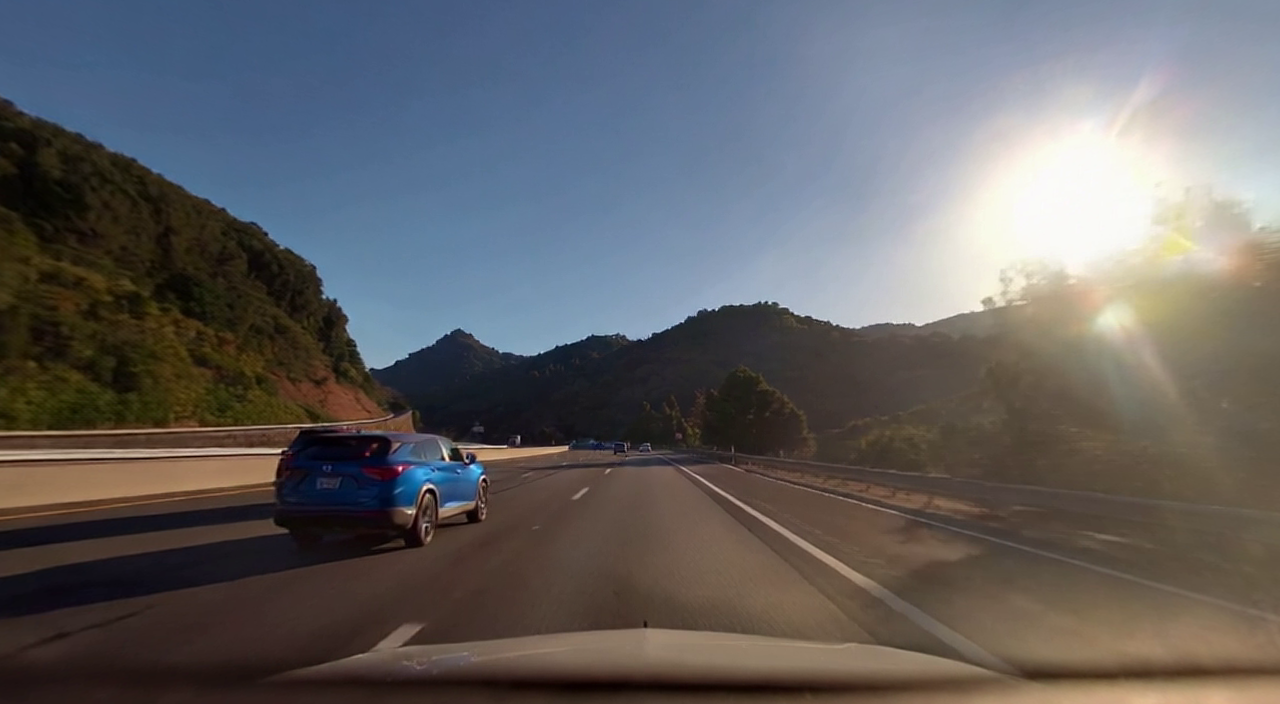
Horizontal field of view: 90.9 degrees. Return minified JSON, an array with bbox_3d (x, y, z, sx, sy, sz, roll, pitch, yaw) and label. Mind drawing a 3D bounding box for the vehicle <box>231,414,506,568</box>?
[{"bbox_3d":[-3.411,1.833,9.061,1.983,1.663,4.290,0,-9,1],"label":"vehicle"}]
